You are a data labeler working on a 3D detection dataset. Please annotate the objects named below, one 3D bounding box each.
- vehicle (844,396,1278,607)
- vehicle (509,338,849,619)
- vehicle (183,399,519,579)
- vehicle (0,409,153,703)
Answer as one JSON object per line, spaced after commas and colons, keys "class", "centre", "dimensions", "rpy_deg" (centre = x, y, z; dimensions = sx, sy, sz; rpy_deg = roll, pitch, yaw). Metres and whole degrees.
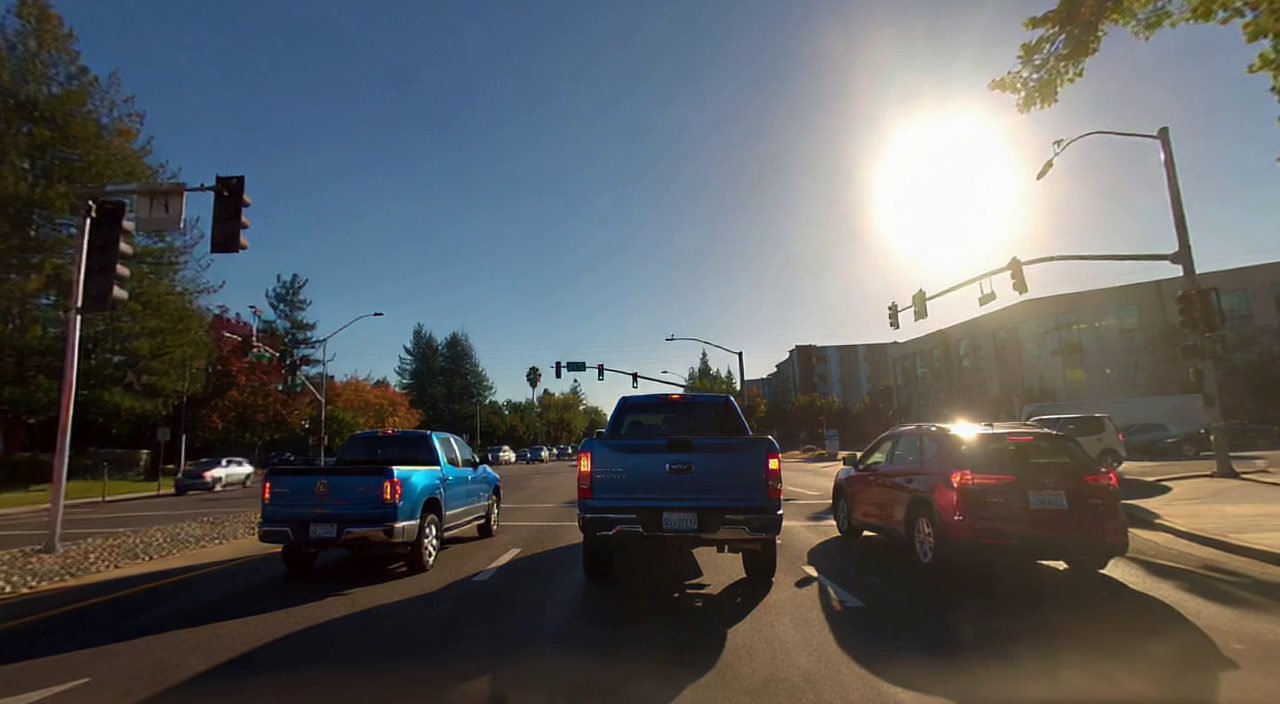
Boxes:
{"class": "vehicle", "centre": [4.043, 1.500, 7.186], "dimensions": [1.984, 1.659, 4.226], "rpy_deg": [0, -8, 0]}
{"class": "vehicle", "centre": [0.328, 1.273, 7.148], "dimensions": [2.505, 2.084, 4.768], "rpy_deg": [0, -8, 1]}
{"class": "vehicle", "centre": [-3.300, 1.685, 8.581], "dimensions": [2.125, 1.739, 4.707], "rpy_deg": [0, -8, 3]}
{"class": "vehicle", "centre": [-3.390, 0.708, 0.657], "dimensions": [1.998, 1.481, 4.656], "rpy_deg": [0, -8, 1]}
